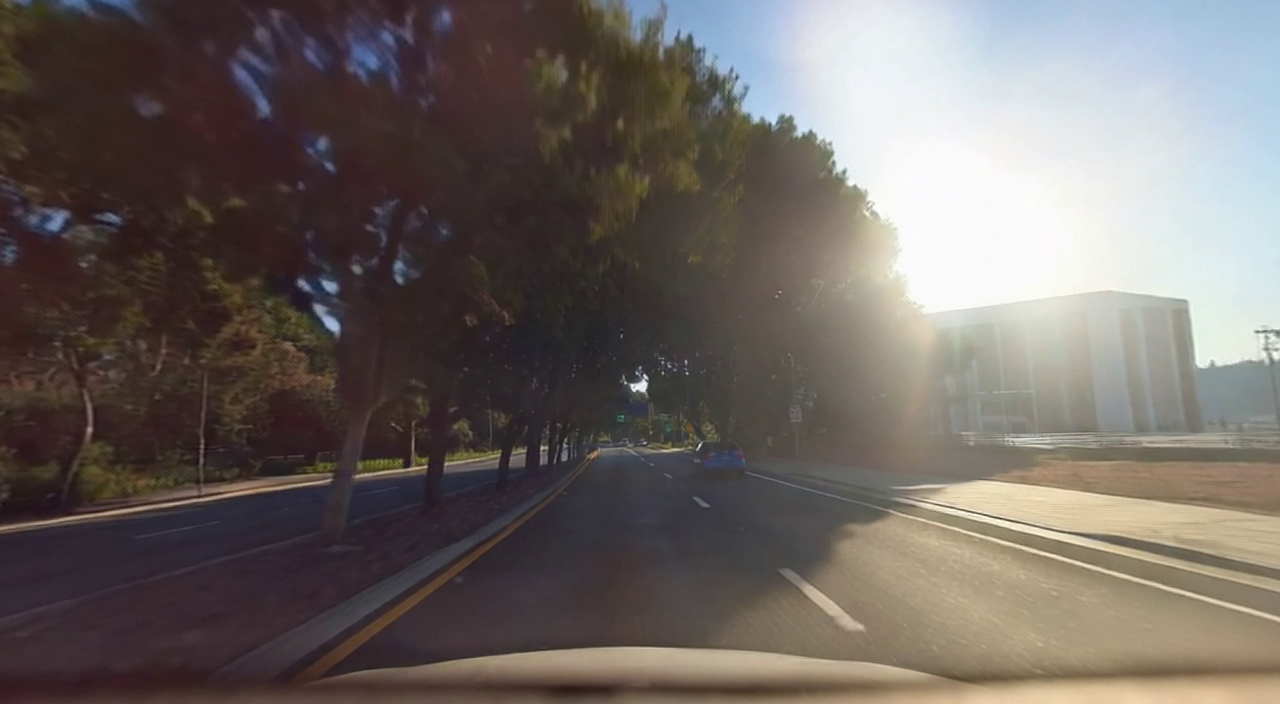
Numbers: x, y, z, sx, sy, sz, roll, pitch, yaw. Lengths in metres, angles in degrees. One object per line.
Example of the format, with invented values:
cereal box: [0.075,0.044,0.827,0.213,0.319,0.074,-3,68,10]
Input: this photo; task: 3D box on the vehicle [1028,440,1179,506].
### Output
vehicle: [20.877,5.521,28.687,5.101,1.694,2.158,10,-23,1]

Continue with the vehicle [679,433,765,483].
vehicle: [2.607,3.494,21.223,2.114,1.493,4.430,0,-8,-2]
